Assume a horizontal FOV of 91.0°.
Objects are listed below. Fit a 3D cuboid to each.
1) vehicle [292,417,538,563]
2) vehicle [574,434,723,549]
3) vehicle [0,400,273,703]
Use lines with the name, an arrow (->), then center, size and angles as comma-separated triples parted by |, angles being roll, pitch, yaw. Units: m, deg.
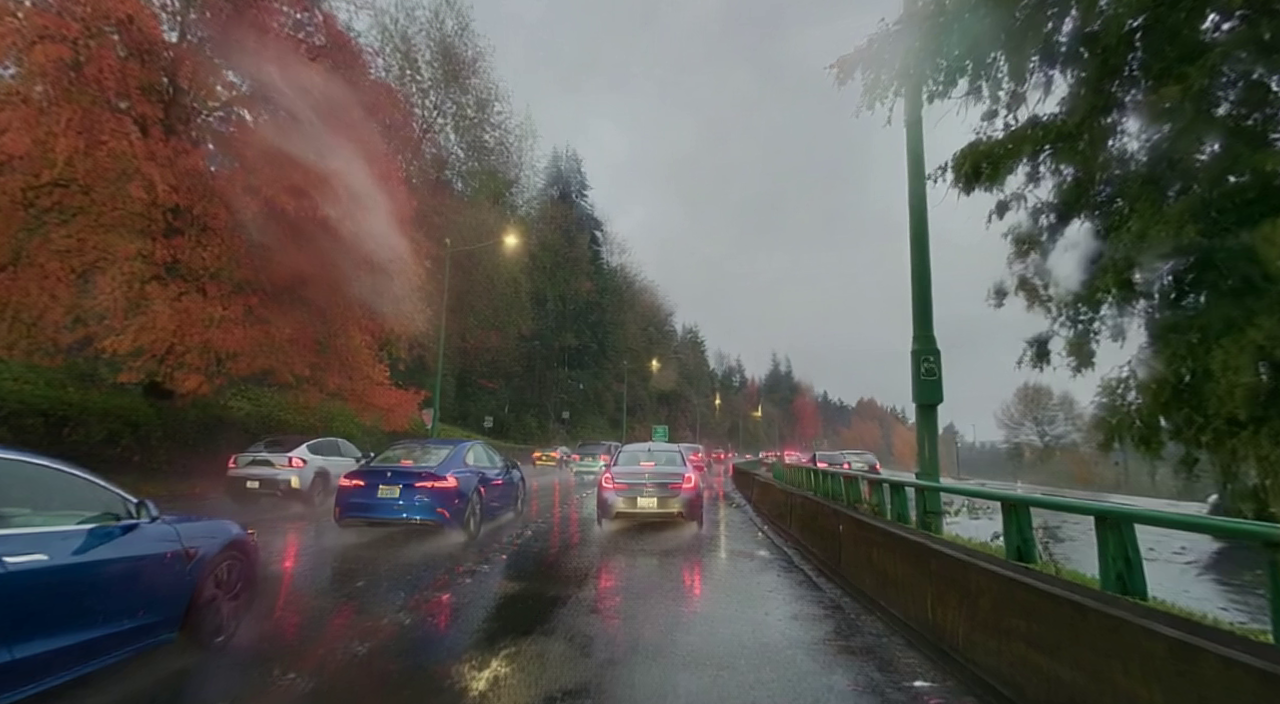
vehicle -> -2.997, 1.950, 9.645 | 1.979, 1.663, 4.513 | 0, -9, 2
vehicle -> 0.201, 2.218, 10.721 | 2.015, 1.506, 4.276 | 0, -9, 2
vehicle -> -3.496, 0.876, 2.068 | 1.921, 1.503, 4.317 | 0, -9, 1
